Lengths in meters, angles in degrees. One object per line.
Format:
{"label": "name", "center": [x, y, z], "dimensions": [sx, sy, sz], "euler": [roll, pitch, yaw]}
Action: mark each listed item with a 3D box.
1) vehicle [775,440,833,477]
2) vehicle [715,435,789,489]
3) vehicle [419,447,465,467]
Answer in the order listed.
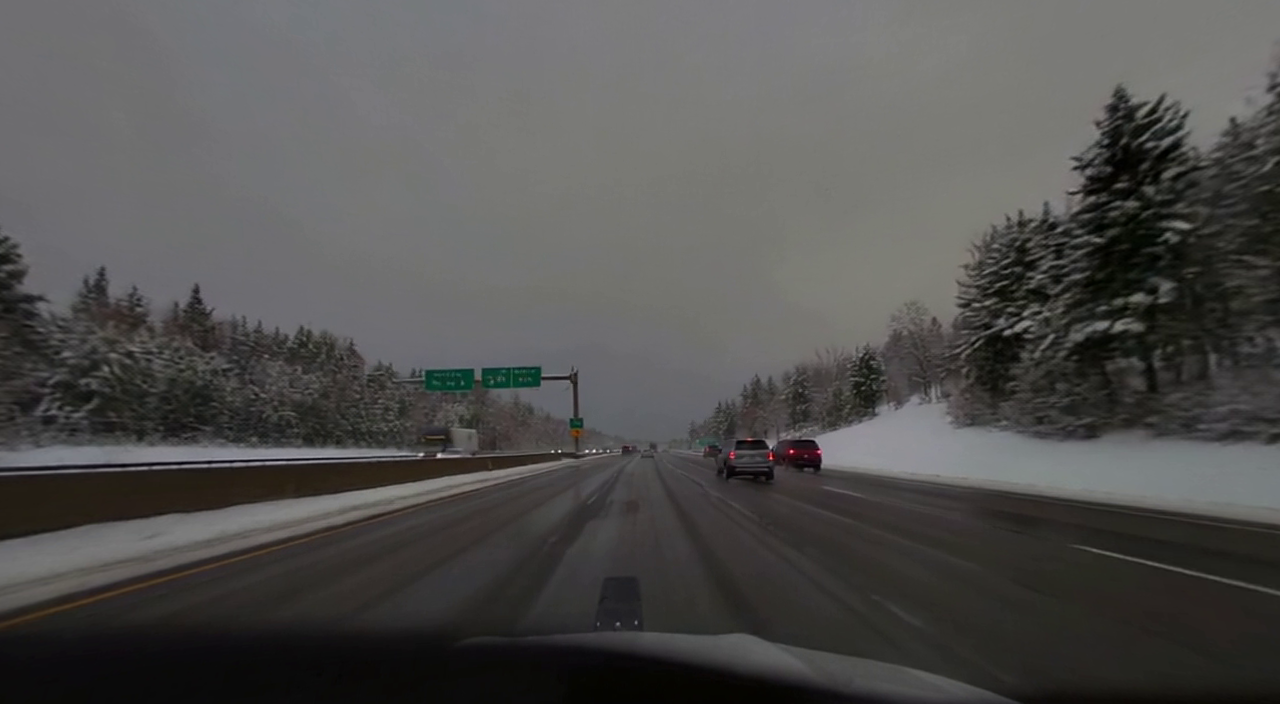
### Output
{"label": "vehicle", "center": [8.460, 5.514, 32.650], "dimensions": [1.898, 1.798, 3.805], "euler": [0, -9, -1]}
{"label": "vehicle", "center": [3.906, 3.938, 22.623], "dimensions": [1.784, 1.733, 4.141], "euler": [0, -9, -1]}
{"label": "vehicle", "center": [-14.365, 7.661, 45.728], "dimensions": [1.837, 1.381, 4.562], "euler": [0, -9, 0]}
